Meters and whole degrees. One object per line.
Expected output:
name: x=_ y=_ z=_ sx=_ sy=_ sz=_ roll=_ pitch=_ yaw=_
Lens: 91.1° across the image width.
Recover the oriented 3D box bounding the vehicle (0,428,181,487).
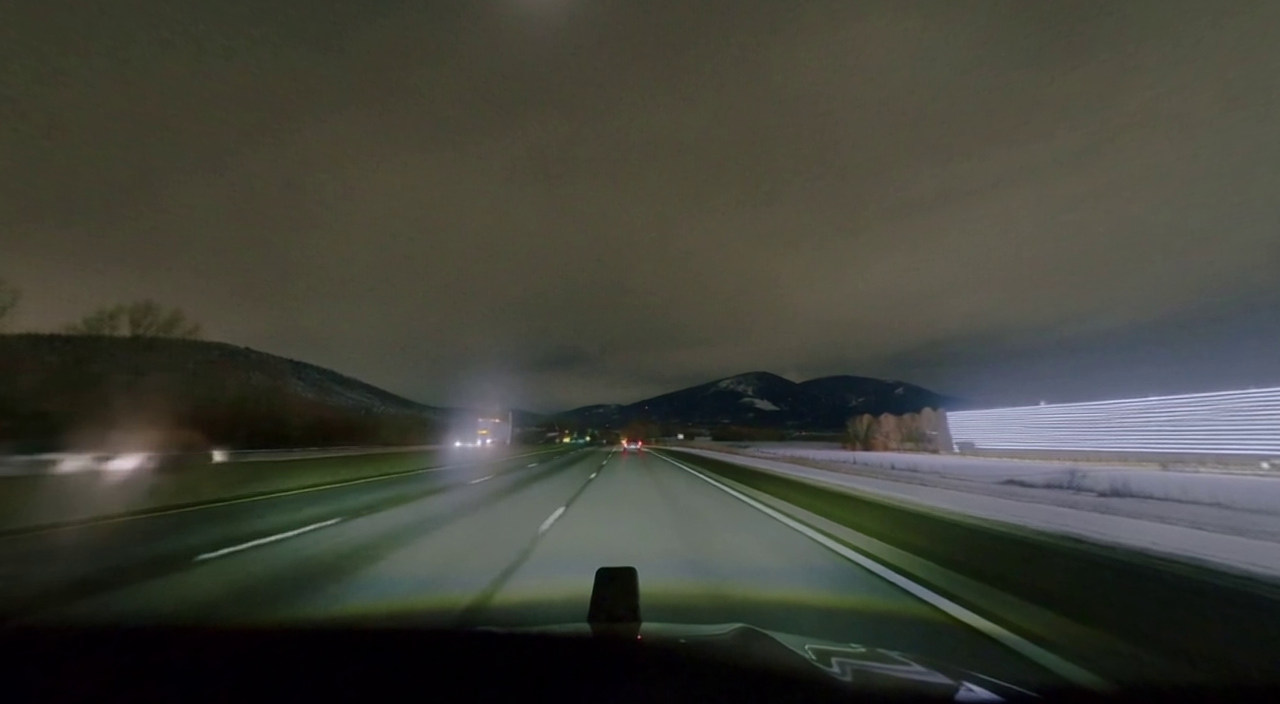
vehicle: x=-15.256 y=2.881 z=17.551 sx=1.749 sy=1.446 sz=4.162 roll=0 pitch=-8 yaw=0
